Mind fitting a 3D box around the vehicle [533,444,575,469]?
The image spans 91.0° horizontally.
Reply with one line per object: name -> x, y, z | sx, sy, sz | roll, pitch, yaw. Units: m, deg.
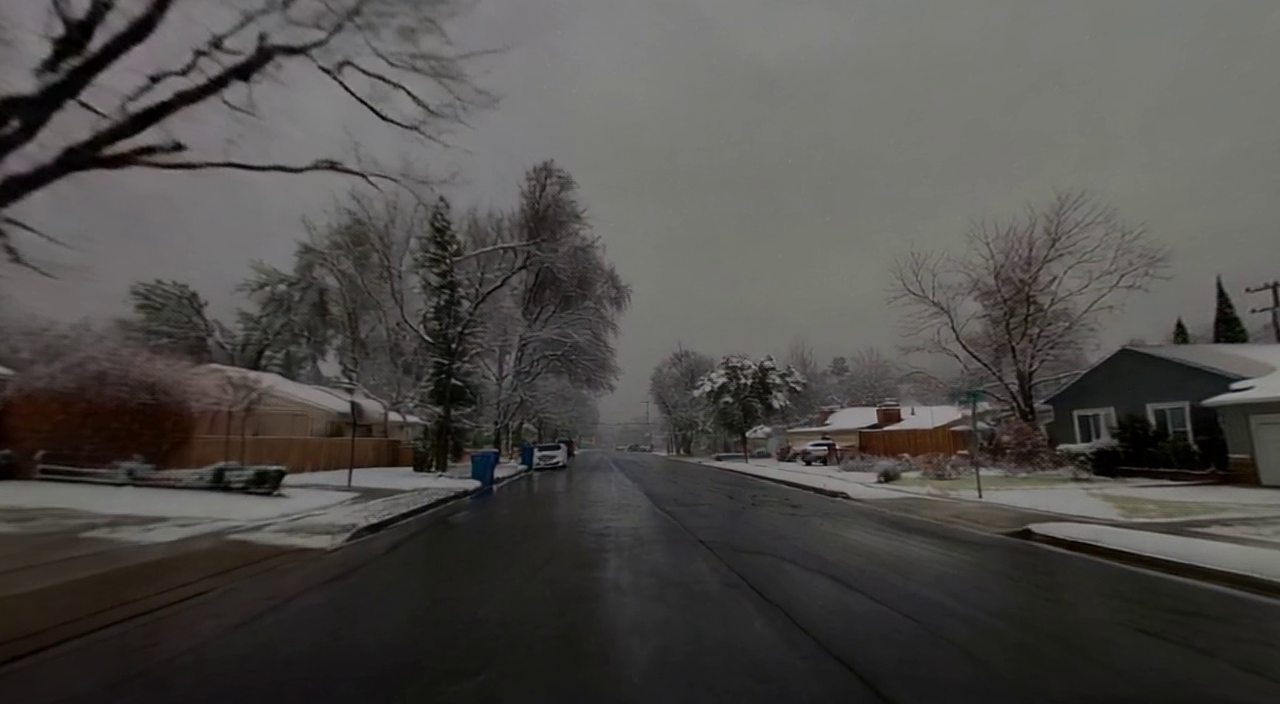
vehicle -> -5.131, 6.256, 37.940 | 2.017, 1.397, 4.004 | 0, -8, -1
